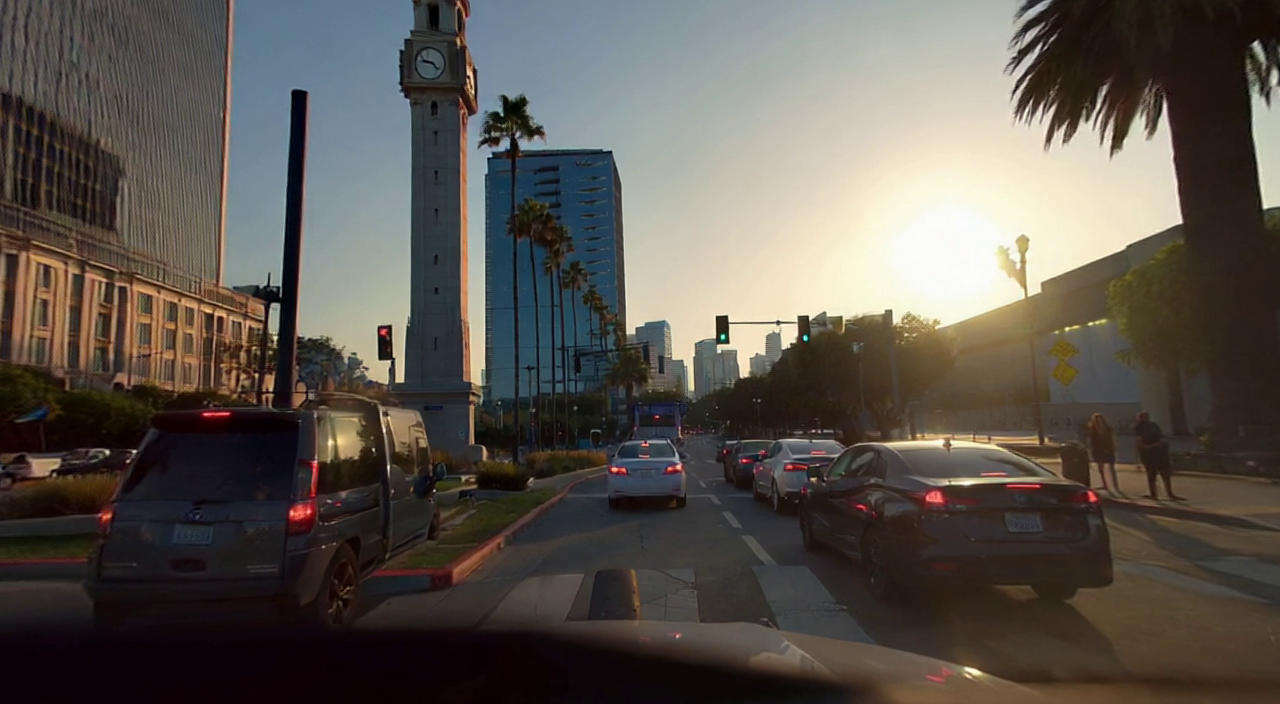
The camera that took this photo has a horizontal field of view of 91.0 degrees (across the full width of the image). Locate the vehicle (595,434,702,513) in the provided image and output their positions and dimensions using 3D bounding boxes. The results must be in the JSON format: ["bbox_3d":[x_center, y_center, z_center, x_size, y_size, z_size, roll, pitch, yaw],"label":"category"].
[{"bbox_3d":[0.182,2.614,13.970,2.048,1.503,3.681,0,-9,1],"label":"vehicle"}]

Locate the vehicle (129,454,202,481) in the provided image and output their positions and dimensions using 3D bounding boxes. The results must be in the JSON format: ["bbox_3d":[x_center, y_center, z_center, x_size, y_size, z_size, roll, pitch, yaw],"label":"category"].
[{"bbox_3d":[-33.374,8.116,44.452,1.907,1.690,4.456,1,-9,-5],"label":"vehicle"}]

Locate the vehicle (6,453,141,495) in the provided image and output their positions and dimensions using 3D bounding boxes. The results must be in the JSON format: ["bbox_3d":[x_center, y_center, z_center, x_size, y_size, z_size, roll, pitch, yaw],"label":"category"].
[{"bbox_3d":[-26.699,5.715,29.935,2.105,1.793,4.812,0,-9,-4],"label":"vehicle"}]

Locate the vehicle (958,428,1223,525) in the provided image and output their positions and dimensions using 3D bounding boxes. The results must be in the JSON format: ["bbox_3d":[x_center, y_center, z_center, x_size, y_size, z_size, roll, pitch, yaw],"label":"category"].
[{"bbox_3d":[8.177,2.280,12.067,1.859,1.508,4.259,0,-9,-1],"label":"vehicle"}]

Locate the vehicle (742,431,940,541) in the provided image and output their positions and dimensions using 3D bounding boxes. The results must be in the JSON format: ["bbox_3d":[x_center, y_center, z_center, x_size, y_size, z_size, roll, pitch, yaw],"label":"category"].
[{"bbox_3d":[3.101,2.165,10.844,1.913,1.469,4.425,0,-9,0],"label":"vehicle"}]
